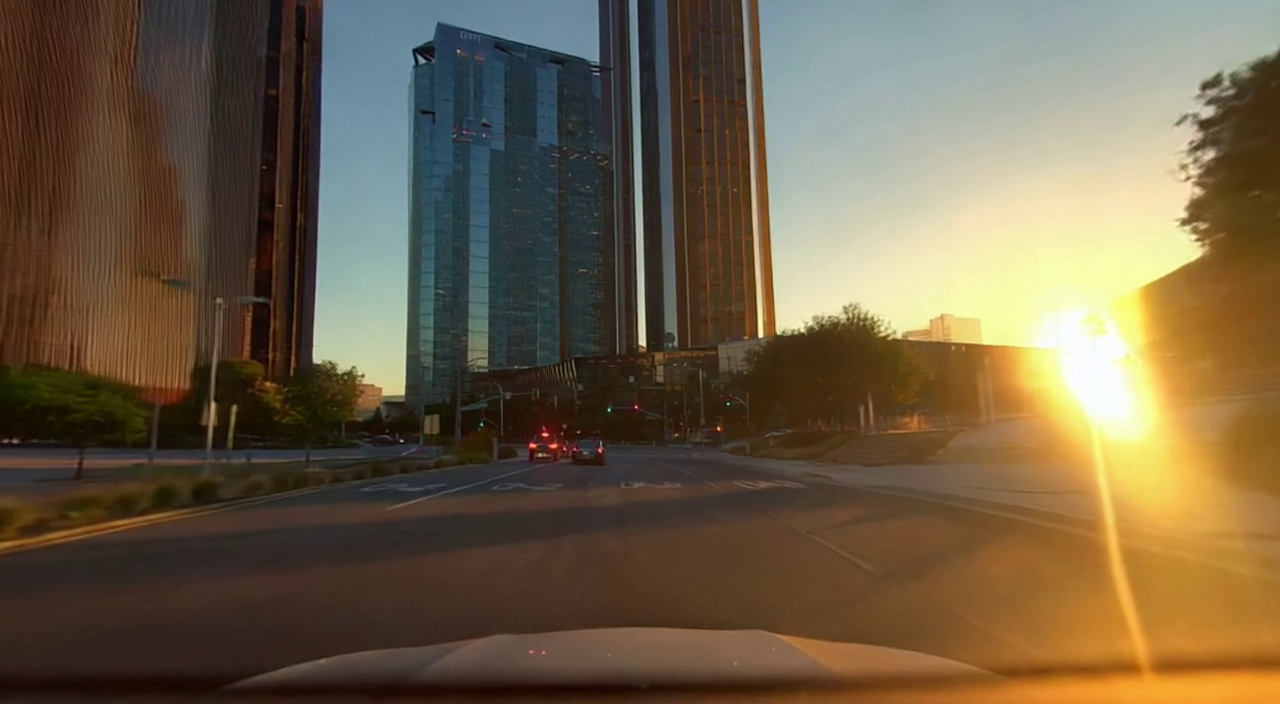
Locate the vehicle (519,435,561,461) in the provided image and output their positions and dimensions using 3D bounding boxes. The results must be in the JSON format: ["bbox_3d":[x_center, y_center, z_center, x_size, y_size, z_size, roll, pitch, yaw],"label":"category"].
[{"bbox_3d":[-7.410,7.235,47.260,2.204,1.844,4.766,0,-9,2],"label":"vehicle"}]
